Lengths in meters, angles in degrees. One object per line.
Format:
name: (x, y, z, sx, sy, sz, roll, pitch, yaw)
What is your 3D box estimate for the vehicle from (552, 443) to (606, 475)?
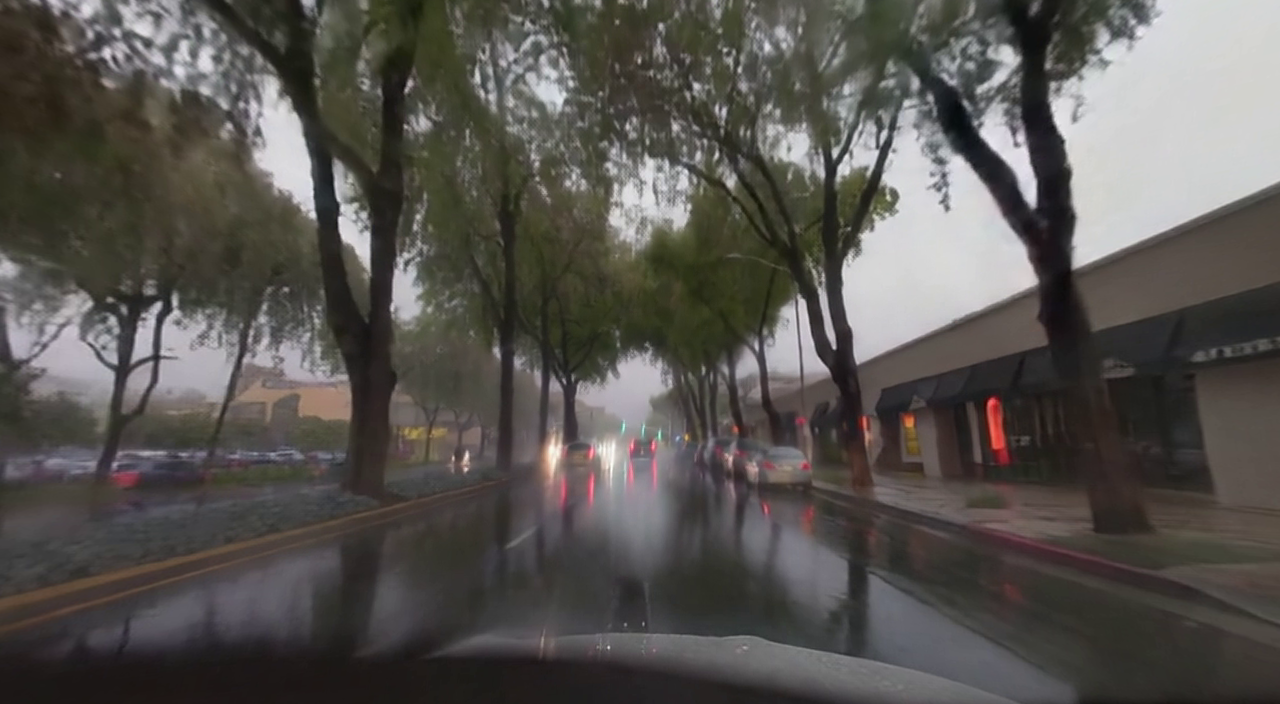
vehicle: (-2.977, 5.318, 31.628, 2.151, 1.484, 4.468, 0, -9, 2)

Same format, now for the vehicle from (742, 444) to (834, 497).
vehicle: (4.513, 3.663, 19.916, 1.896, 1.451, 4.329, 0, -9, 1)

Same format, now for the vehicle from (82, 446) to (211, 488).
vehicle: (-27.031, 6.276, 34.900, 2.231, 2.124, 5.680, -1, -9, 4)

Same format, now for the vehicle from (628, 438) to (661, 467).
vehicle: (0.317, 6.585, 41.345, 2.075, 1.770, 4.018, 0, -9, 1)
